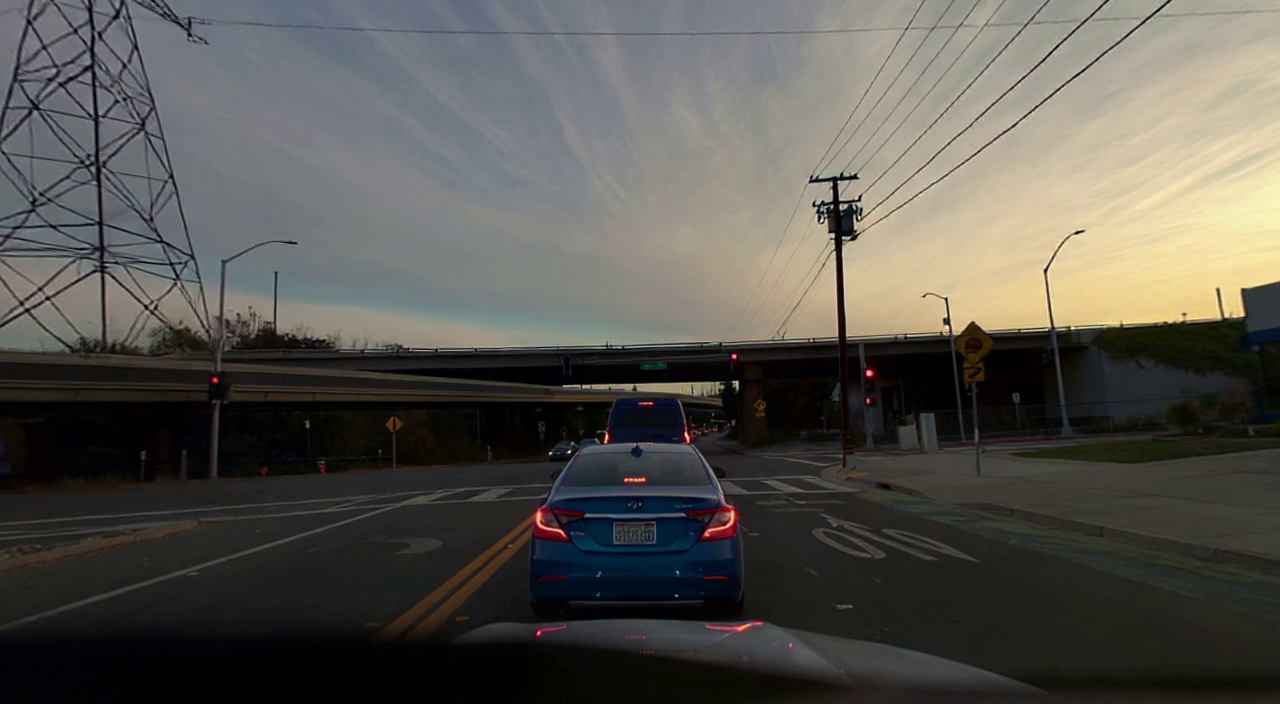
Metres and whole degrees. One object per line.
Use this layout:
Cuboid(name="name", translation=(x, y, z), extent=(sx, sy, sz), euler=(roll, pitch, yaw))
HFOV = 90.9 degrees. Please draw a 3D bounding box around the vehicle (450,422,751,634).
Cuboid(name="vehicle", translation=(-0.240, 1.534, 6.476), extent=(2.090, 1.458, 4.033), euler=(-1, -9, 1))
